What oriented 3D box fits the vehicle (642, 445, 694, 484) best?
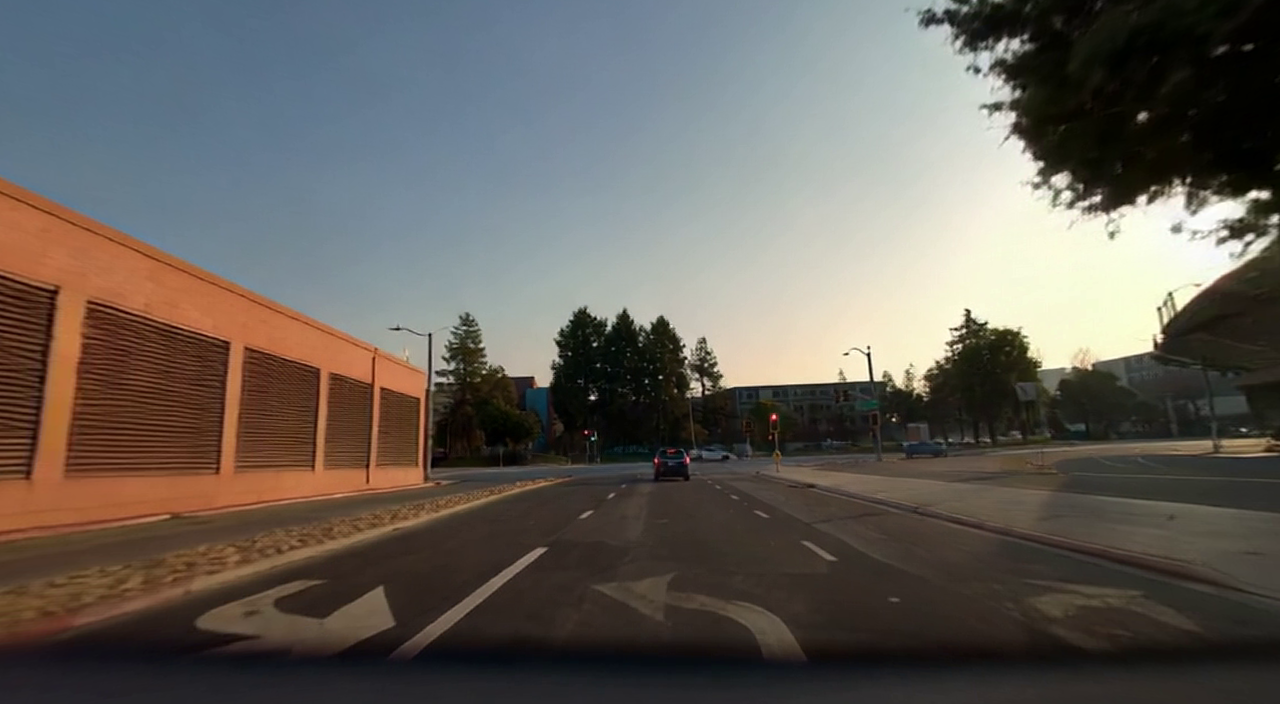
[{"bbox_3d":[1.292,5.230,29.577,2.218,1.657,4.551,-1,-9,2],"label":"vehicle"}]
